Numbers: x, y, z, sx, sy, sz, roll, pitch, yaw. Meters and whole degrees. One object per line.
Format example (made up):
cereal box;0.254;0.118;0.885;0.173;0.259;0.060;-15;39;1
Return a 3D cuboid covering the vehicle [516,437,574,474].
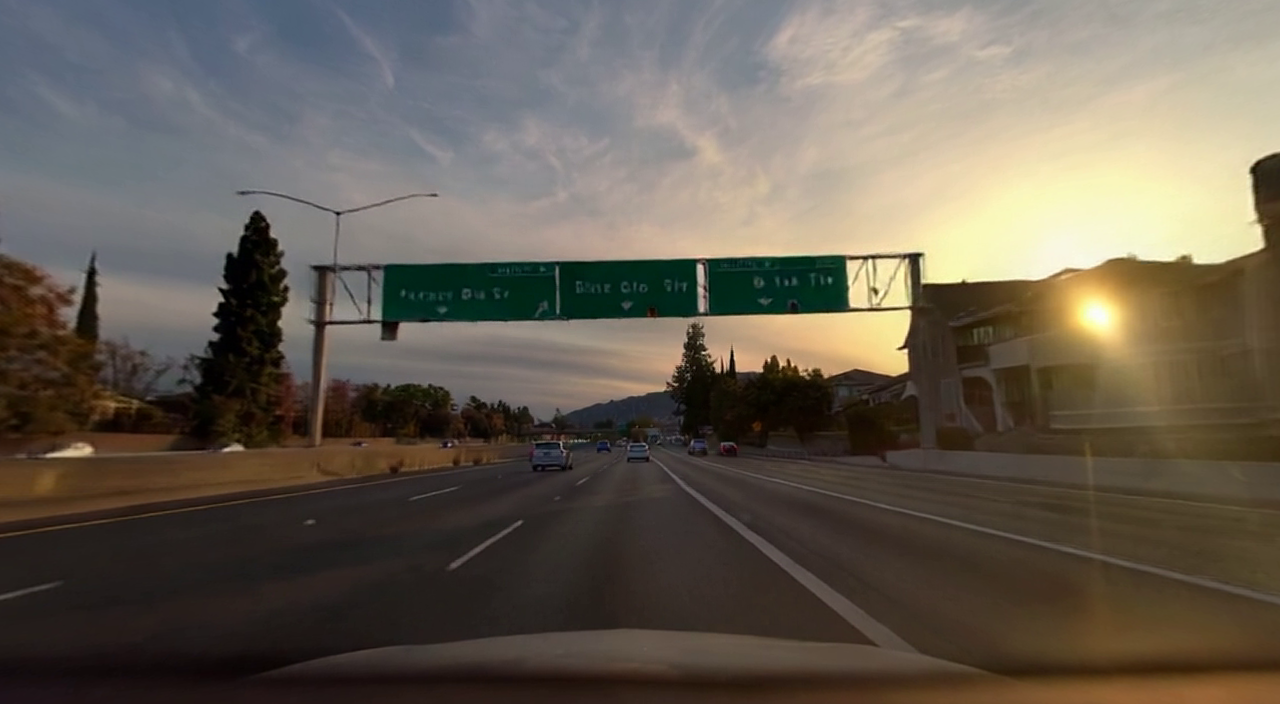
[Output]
vehicle;-4.732;5.205;32.081;2.260;1.706;4.177;-1;-9;0

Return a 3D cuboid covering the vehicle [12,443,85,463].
vehicle;-44.446;7.604;47.641;1.822;1.427;3.821;0;-9;-2

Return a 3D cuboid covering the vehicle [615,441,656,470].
vehicle;-0.279;5.775;35.442;2.146;1.485;4.332;0;-9;-1
